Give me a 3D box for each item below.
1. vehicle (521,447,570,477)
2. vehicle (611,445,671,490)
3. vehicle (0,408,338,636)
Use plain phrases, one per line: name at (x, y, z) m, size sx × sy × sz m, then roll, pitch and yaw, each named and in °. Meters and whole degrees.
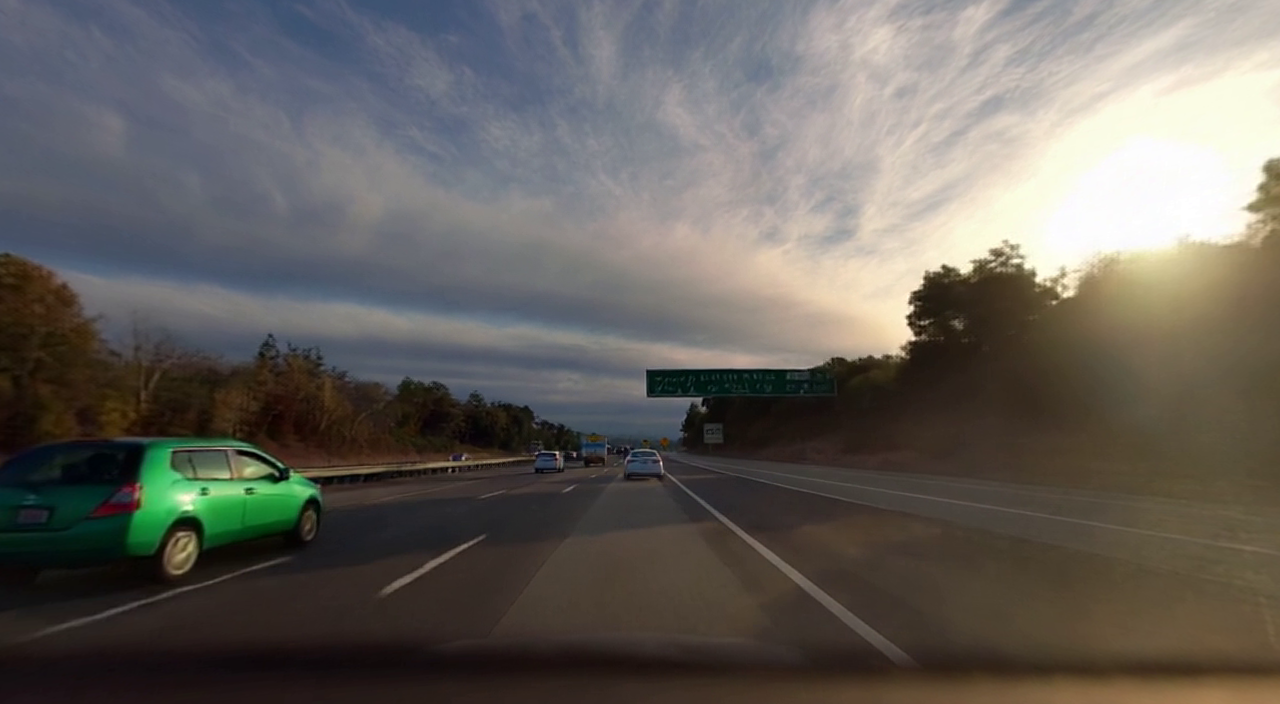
vehicle at (-4.898, 5.768, 33.165) m, size 1.892 × 1.481 × 4.180 m, roll 0°, pitch -9°, yaw 1°
vehicle at (0.030, 4.059, 22.458) m, size 1.940 × 1.451 × 3.512 m, roll 0°, pitch -9°, yaw 0°
vehicle at (-5.292, 1.548, 6.667) m, size 2.058 × 1.626 × 4.118 m, roll 0°, pitch -9°, yaw 1°
